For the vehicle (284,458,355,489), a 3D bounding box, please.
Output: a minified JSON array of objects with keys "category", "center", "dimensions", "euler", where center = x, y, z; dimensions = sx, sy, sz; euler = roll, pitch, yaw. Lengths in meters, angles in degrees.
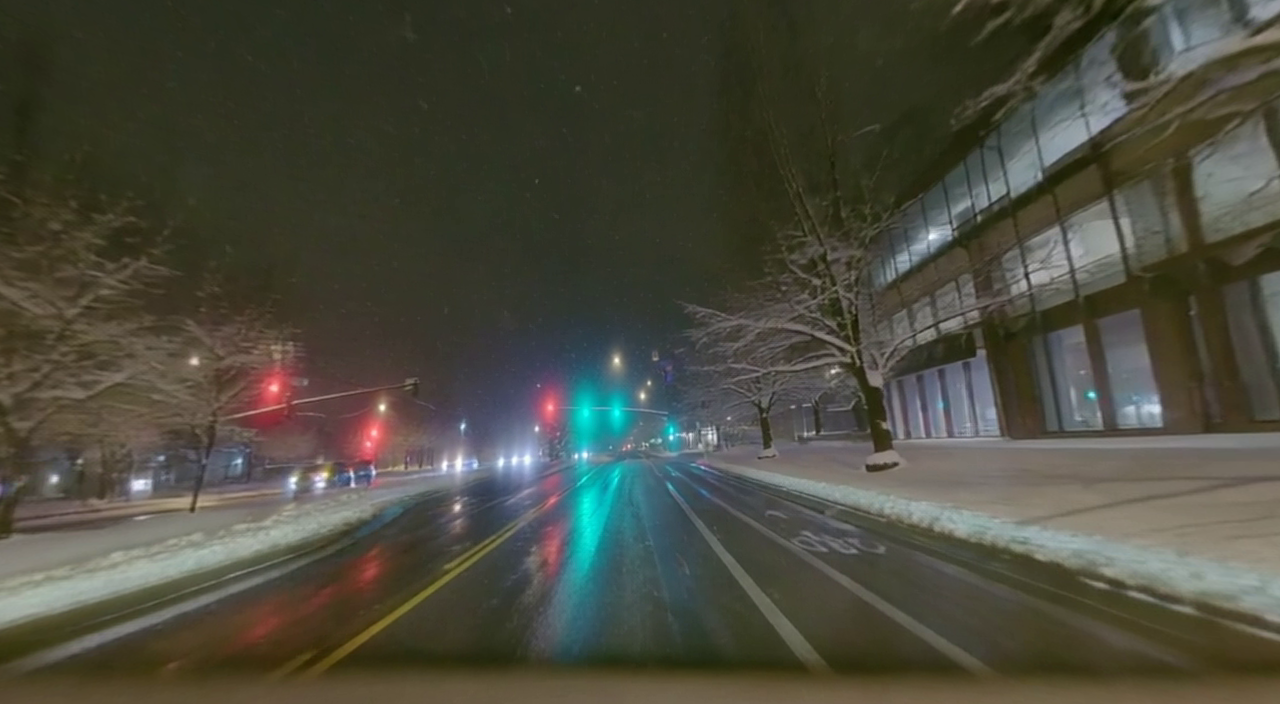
[{"category":"vehicle","center":[-19.926,7.548,39.456],"dimensions":[2.223,1.728,4.250],"euler":[0,-9,-1]}]
